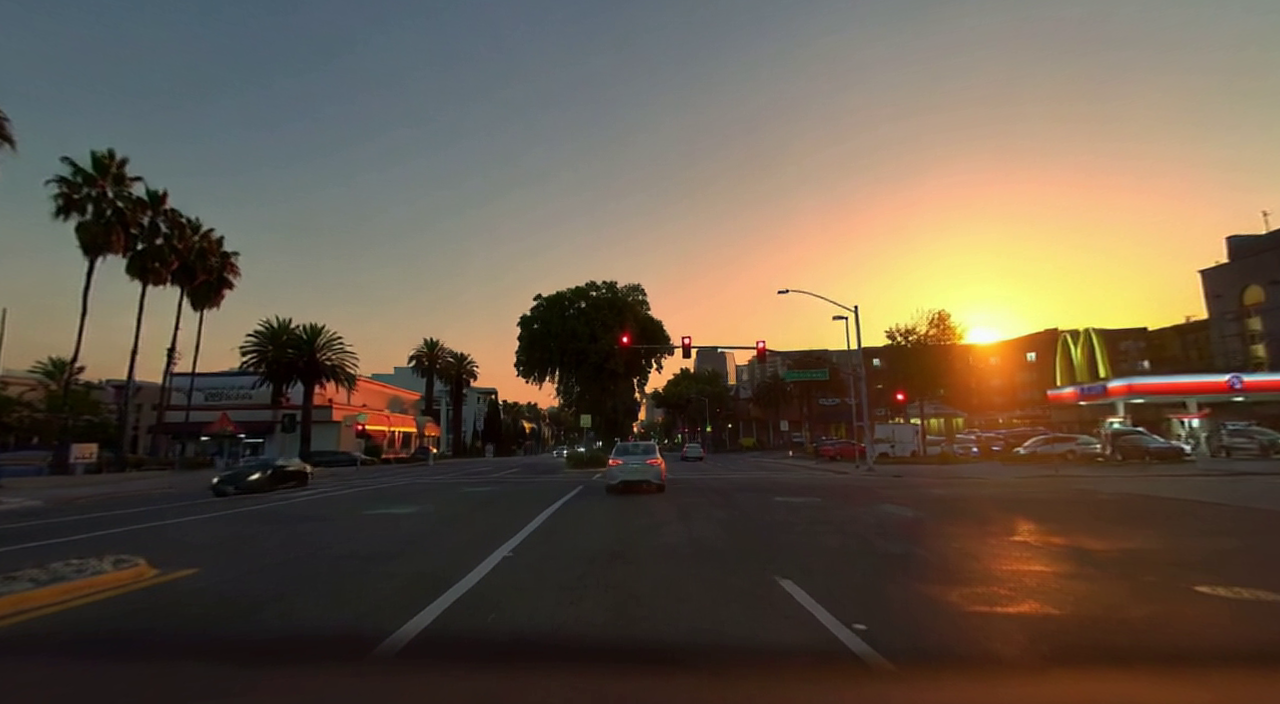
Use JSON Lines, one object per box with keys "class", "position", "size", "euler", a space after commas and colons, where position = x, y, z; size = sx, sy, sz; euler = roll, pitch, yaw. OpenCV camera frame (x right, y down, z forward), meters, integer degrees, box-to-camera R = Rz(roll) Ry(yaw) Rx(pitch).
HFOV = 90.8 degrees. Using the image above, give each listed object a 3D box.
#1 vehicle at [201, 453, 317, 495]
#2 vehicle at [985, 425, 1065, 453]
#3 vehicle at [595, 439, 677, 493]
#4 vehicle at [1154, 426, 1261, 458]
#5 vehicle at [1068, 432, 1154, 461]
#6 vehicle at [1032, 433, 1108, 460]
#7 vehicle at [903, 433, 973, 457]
{"class": "vehicle", "position": [-15.362, 4.902, 25.805], "size": [1.896, 1.508, 4.659], "euler": [0, -9, -1]}
{"class": "vehicle", "position": [24.504, 5.577, 40.322], "size": [3.783, 1.560, 1.853], "euler": [-4, -10, 11]}
{"class": "vehicle", "position": [-0.148, 3.547, 19.989], "size": [2.270, 1.475, 4.571], "euler": [0, -9, -1]}
{"class": "vehicle", "position": [31.816, 5.082, 35.596], "size": [1.903, 1.630, 4.320], "euler": [0, -9, -1]}
{"class": "vehicle", "position": [26.288, 5.318, 35.442], "size": [1.923, 1.501, 3.849], "euler": [-1, -9, 2]}
{"class": "vehicle", "position": [24.203, 5.348, 35.714], "size": [1.738, 1.462, 3.609], "euler": [0, -9, 0]}
{"class": "vehicle", "position": [19.497, 6.102, 41.482], "size": [3.833, 1.495, 1.892], "euler": [-3, -9, 17]}
